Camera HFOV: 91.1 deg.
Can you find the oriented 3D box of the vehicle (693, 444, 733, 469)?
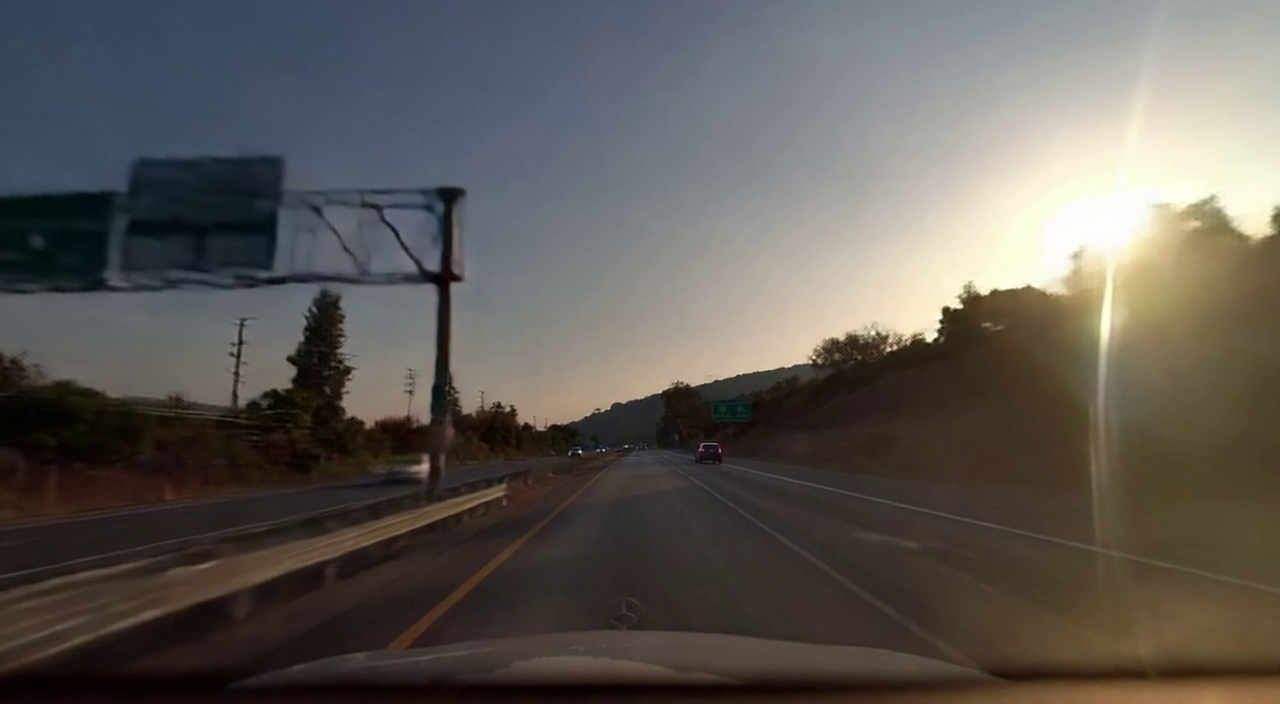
[{"bbox_3d":[4.380,6.377,38.495,1.923,1.408,3.835,0,-9,-1],"label":"vehicle"}]
